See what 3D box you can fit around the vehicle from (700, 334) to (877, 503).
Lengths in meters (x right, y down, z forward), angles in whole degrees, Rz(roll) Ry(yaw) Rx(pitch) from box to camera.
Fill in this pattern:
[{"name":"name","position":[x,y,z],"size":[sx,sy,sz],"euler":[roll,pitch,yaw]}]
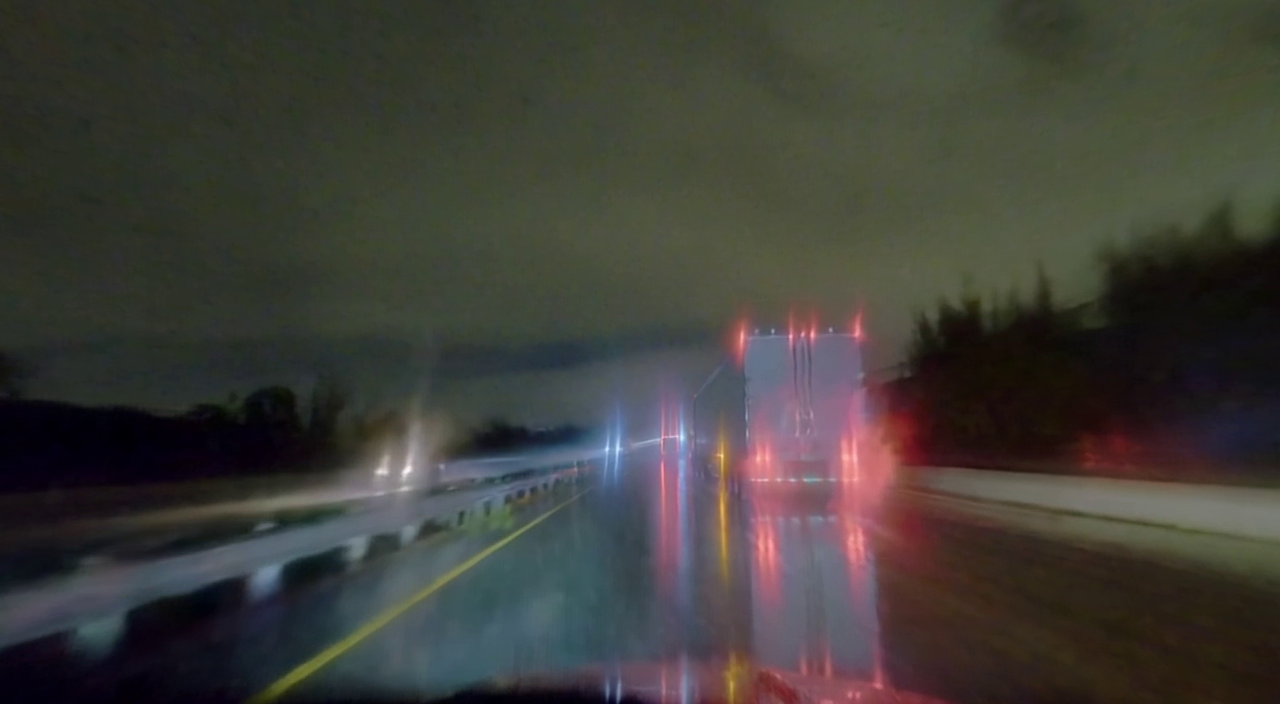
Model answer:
[{"name":"vehicle","position":[4.109,2.500,21.287],"size":[2.965,4.028,12.529],"euler":[-1,-9,0]}]
